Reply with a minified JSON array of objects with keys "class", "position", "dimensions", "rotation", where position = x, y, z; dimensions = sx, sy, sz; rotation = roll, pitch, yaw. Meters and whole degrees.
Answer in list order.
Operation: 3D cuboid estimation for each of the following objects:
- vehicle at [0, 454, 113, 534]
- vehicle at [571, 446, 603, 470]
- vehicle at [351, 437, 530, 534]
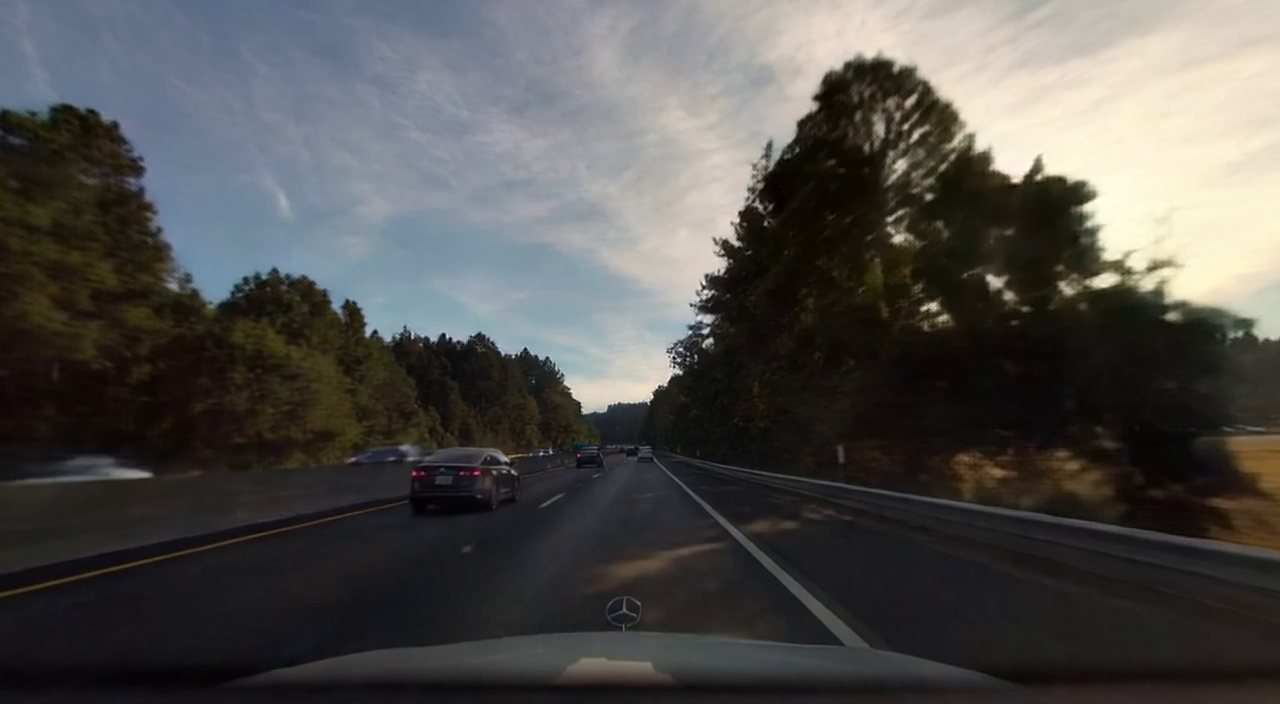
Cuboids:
[{"class":"vehicle","position":[-12.709,2.679,11.955],"dimensions":[1.887,1.427,4.057],"rotation":[0,-9,0]},{"class":"vehicle","position":[-3.969,8.021,47.902],"dimensions":[2.095,1.664,4.305],"rotation":[0,-9,0]},{"class":"vehicle","position":[-3.453,2.393,11.851],"dimensions":[1.970,1.483,4.097],"rotation":[0,-9,1]}]
